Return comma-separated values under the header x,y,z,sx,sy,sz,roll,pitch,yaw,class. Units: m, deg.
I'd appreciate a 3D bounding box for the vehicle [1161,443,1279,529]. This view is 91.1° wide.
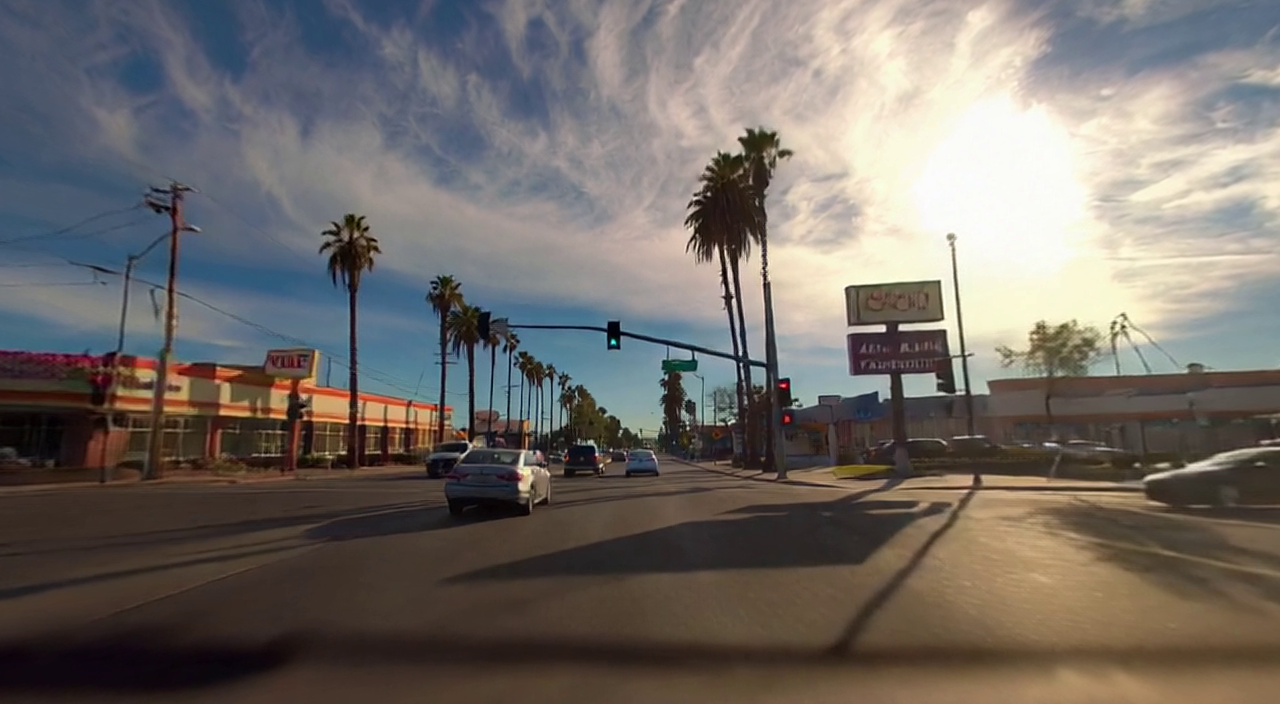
x,y,z,sx,sy,sz,roll,pitch,yaw,class
12.648,2.382,11.527,4.361,1.428,1.944,0,-8,0,vehicle

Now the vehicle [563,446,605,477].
x,y,z,sx,sy,sz,roll,pitch,yaw,class
-3.140,6.174,35.807,1.979,1.634,3.957,0,-8,1,vehicle

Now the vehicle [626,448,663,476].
x,y,z,sx,sy,sz,roll,pitch,yaw,class
0.241,6.521,37.398,2.094,1.496,4.070,0,-8,0,vehicle

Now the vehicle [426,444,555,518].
x,y,z,sx,sy,sz,roll,pitch,yaw,class
-3.386,2.985,15.157,1.904,1.513,4.410,0,-8,2,vehicle
